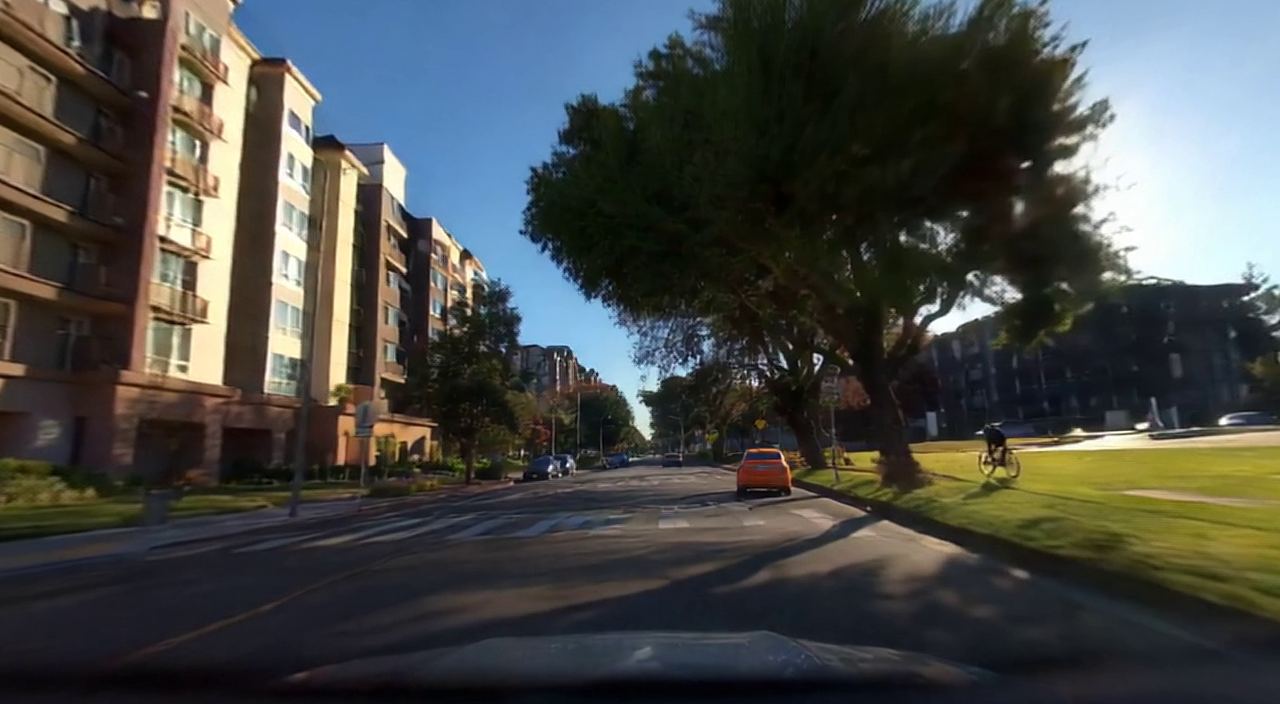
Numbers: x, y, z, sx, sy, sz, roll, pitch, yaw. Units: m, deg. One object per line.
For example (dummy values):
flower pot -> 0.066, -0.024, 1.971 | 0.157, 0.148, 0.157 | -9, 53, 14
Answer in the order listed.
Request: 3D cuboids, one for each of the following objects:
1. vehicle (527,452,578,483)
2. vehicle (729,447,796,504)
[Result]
vehicle -> -6.154, 8.162, 44.784 | 2.347, 1.846, 4.915 | -7, -9, 5
vehicle -> 3.444, 3.532, 18.094 | 1.559, 1.351, 2.452 | -7, -11, 6
